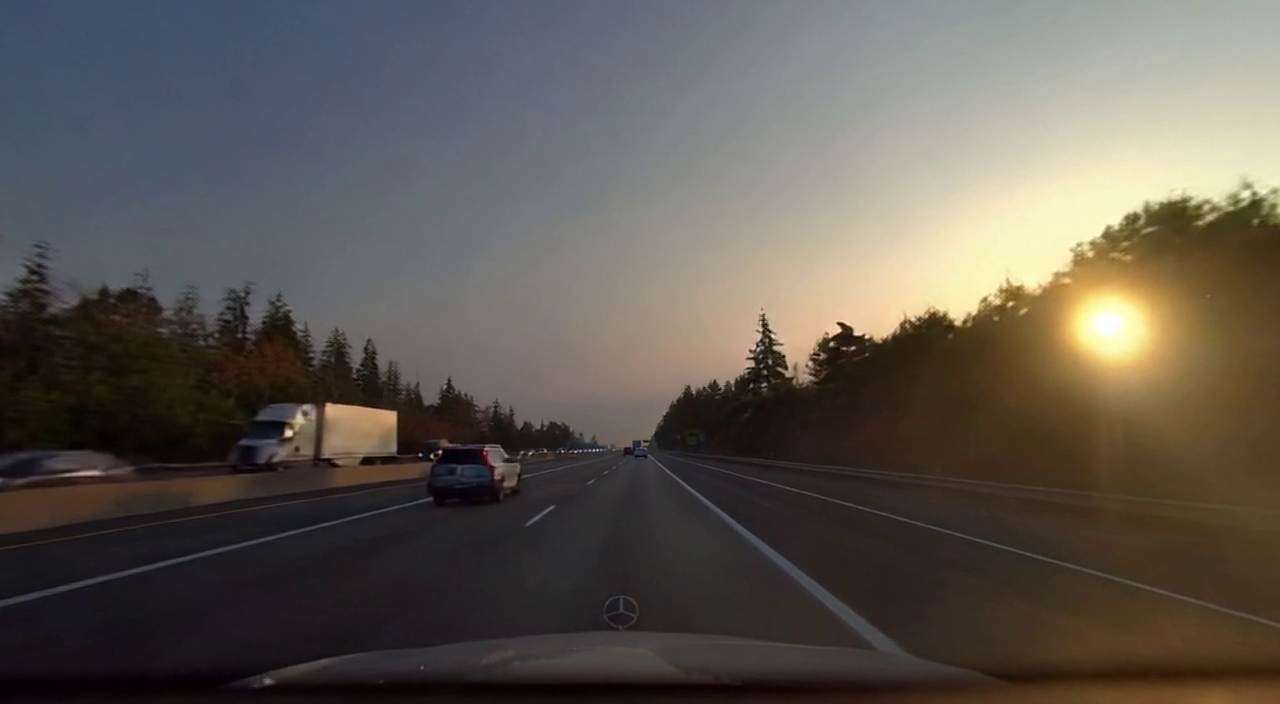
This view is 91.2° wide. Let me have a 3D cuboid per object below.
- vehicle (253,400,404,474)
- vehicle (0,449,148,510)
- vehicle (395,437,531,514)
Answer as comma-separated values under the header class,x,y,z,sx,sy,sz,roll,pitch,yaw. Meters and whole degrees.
class,x,y,z,sx,sy,sz,roll,pitch,yaw
vehicle,-19.687,5.705,41.336,2.892,4.074,13.567,0,-9,0
vehicle,-16.560,3.502,17.730,1.907,1.503,4.063,0,-9,1
vehicle,-3.870,2.761,14.473,1.933,1.497,3.973,0,-9,1
